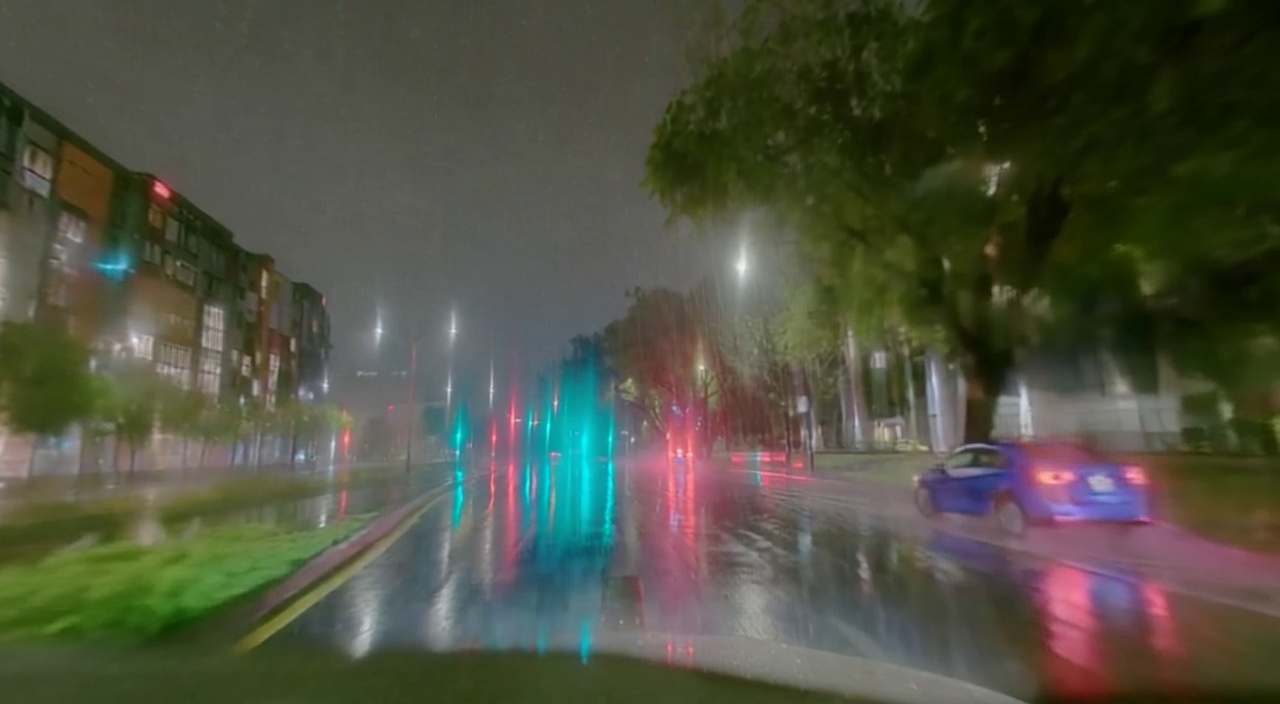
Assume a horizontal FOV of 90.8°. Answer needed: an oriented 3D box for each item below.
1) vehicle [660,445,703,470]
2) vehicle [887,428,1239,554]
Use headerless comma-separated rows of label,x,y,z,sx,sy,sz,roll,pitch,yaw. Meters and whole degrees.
vehicle,2.854,7.401,44.500,2.042,1.635,4.858,1,-9,-8
vehicle,6.111,2.054,10.199,1.984,1.479,5.102,1,-8,-3
